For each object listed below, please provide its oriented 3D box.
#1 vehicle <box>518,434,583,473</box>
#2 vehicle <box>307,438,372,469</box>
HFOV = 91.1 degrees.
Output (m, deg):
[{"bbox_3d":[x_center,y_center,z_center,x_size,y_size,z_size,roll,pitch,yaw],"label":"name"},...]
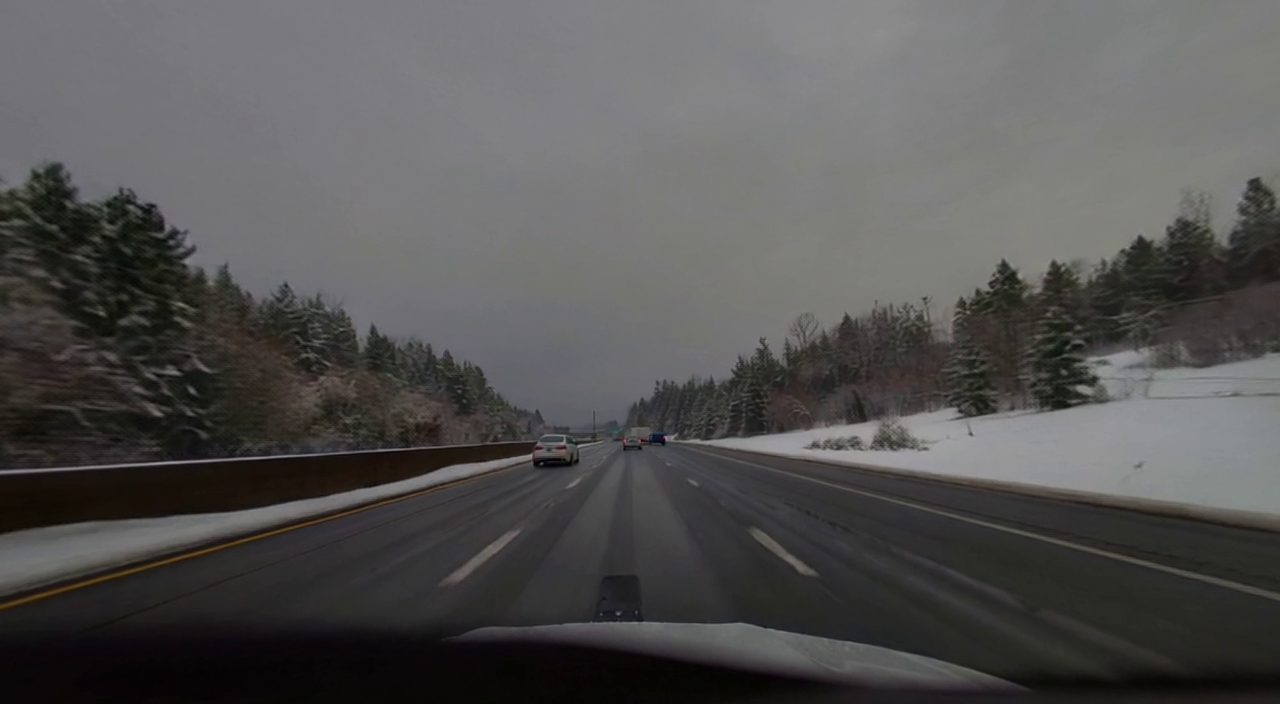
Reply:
[{"bbox_3d":[-3.677,4.249,26.698,2.103,1.507,4.367,0,-8,0],"label":"vehicle"},{"bbox_3d":[-20.810,6.991,43.735,2.084,1.999,4.958,0,-8,0],"label":"vehicle"}]
